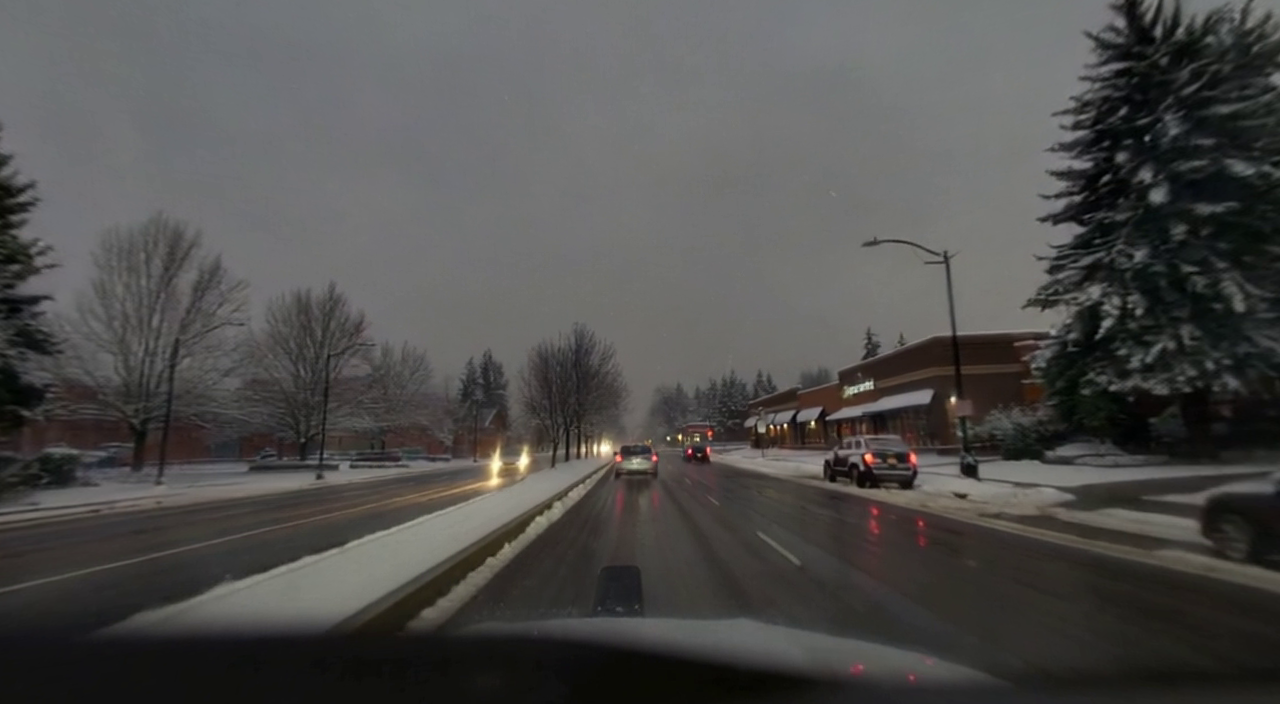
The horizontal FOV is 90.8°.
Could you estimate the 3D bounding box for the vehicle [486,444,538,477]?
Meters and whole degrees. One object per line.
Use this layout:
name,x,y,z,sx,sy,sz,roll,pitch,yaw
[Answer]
vehicle,-6.337,5.397,31.688,1.999,1.531,4.011,0,-9,-3

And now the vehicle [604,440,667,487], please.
vehicle,-0.191,3.835,22.047,2.006,1.487,3.535,0,-8,-1

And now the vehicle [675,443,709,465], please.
vehicle,3.525,7.014,43.606,1.910,1.474,4.003,0,-8,-1

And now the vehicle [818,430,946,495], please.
vehicle,7.571,3.511,20.494,2.165,1.787,5.231,-1,-8,1

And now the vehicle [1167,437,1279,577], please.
vehicle,7.764,1.490,5.687,1.942,1.473,4.742,0,-8,0
